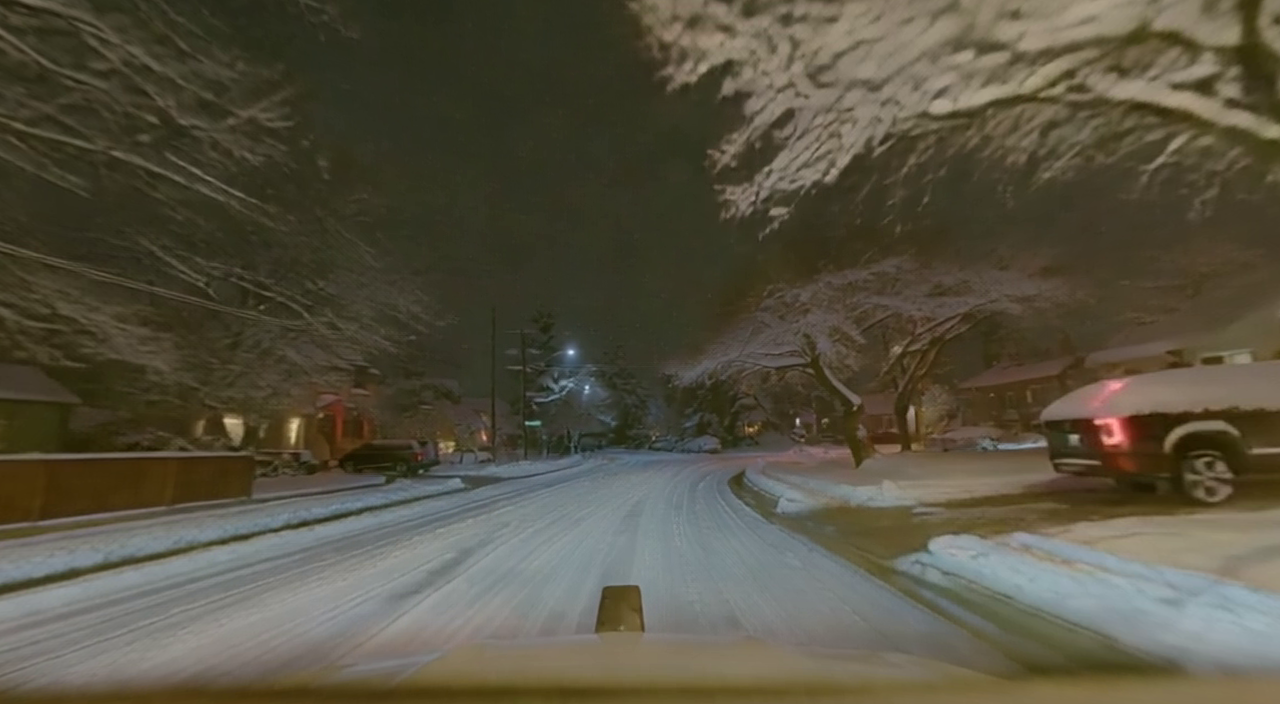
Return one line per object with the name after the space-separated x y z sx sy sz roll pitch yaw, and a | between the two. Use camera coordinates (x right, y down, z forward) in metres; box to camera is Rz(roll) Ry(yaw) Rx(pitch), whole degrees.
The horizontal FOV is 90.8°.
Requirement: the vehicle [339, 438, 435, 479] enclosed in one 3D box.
-13.587 5.723 33.917 5.045 1.835 2.315 -9 -11 33 | vehicle

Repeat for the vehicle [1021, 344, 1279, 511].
9.848 1.187 9.835 6.053 2.240 2.582 0 -9 1 | vehicle
